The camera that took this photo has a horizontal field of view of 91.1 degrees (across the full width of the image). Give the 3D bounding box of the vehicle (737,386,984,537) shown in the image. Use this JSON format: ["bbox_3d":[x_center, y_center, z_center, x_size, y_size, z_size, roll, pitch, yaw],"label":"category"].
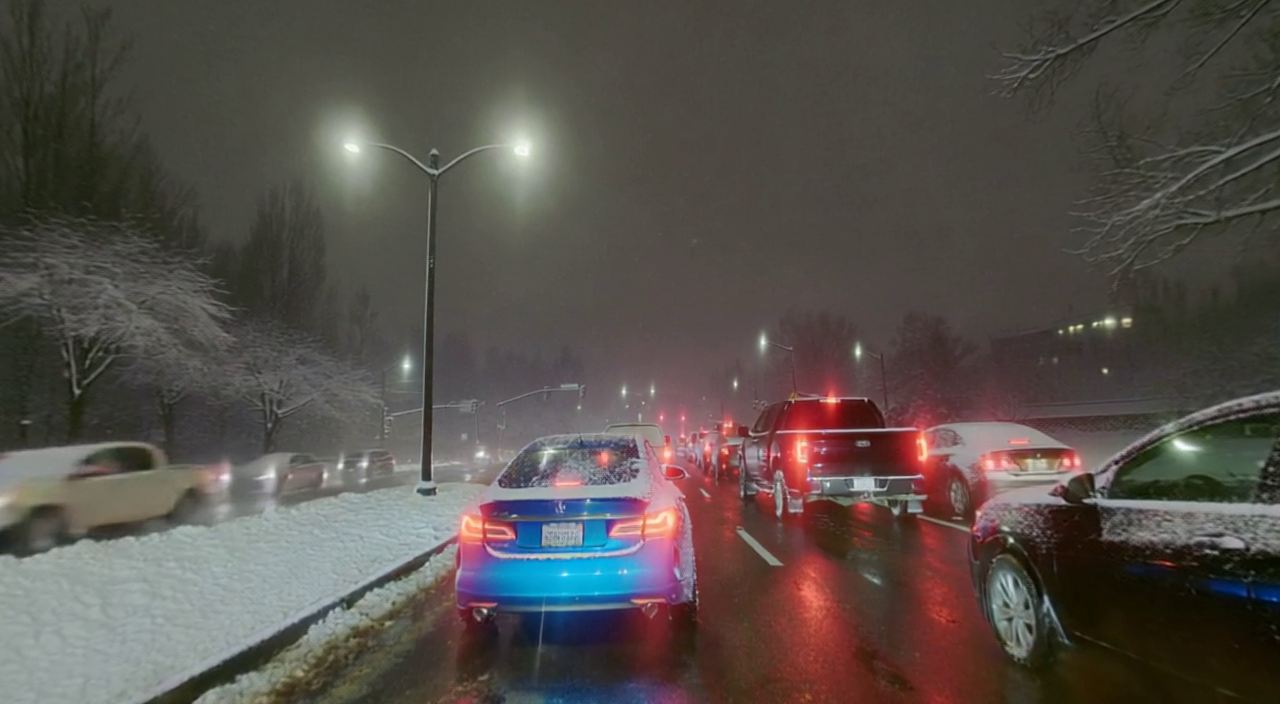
[{"bbox_3d":[3.520,1.956,11.706,2.444,2.098,5.766,0,-9,-1],"label":"vehicle"}]

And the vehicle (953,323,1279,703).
[{"bbox_3d":[3.158,0.760,2.077,1.982,1.709,4.427,0,-9,1],"label":"vehicle"}]

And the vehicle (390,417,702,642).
[{"bbox_3d":[-0.582,1.502,6.332,2.111,1.506,4.018,0,-9,2],"label":"vehicle"}]

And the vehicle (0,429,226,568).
[{"bbox_3d":[-8.943,2.087,9.578,1.986,1.712,4.686,0,-8,1],"label":"vehicle"}]

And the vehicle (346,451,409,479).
[{"bbox_3d":[-15.848,6.810,38.156,1.966,1.563,4.203,0,-9,1],"label":"vehicle"}]

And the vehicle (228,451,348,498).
[{"bbox_3d":[-12.653,4.398,22.916,1.926,1.519,4.104,0,-9,1],"label":"vehicle"}]
